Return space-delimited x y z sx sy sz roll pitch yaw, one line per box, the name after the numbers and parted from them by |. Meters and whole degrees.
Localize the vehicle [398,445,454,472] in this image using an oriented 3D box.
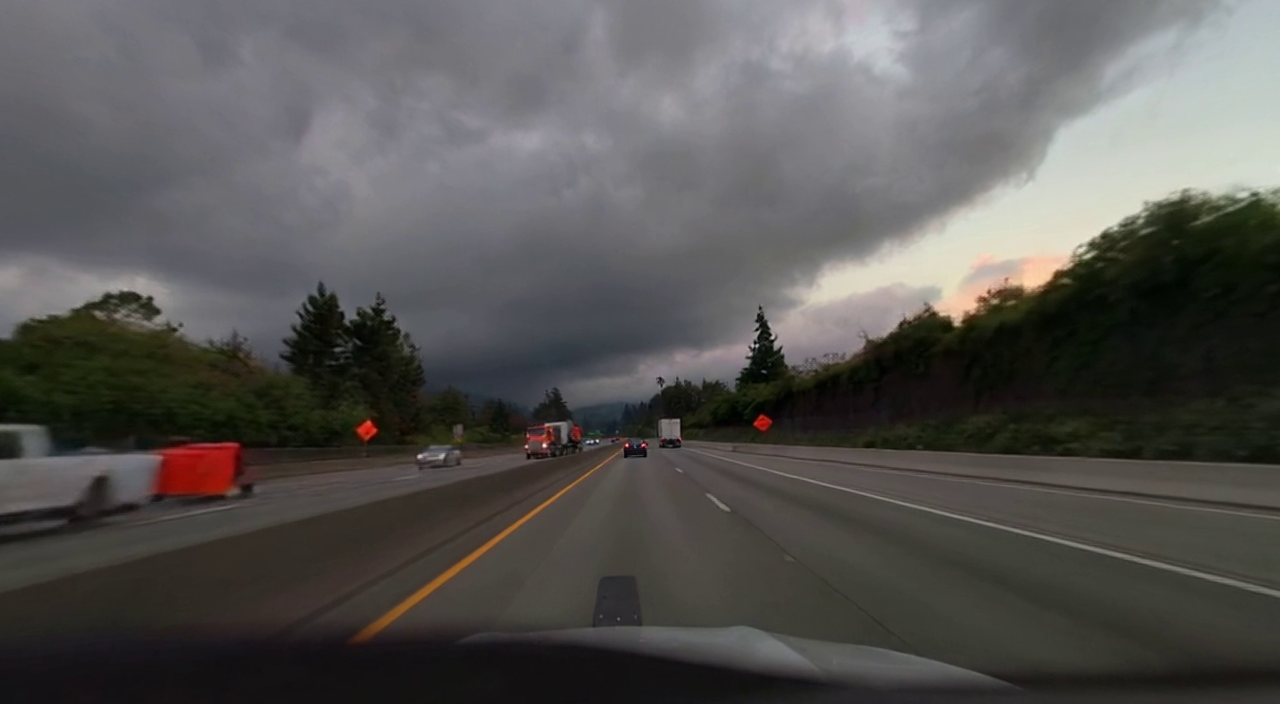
-12.879 6.407 38.042 1.877 1.490 4.134 -1 -8 1 | vehicle

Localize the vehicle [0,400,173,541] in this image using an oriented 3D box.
-12.772 2.306 12.385 2.354 2.530 6.137 -1 -8 0 | vehicle

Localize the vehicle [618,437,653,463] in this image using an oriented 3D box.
-0.301 5.970 38.500 2.004 1.472 4.075 0 -8 -2 | vehicle
